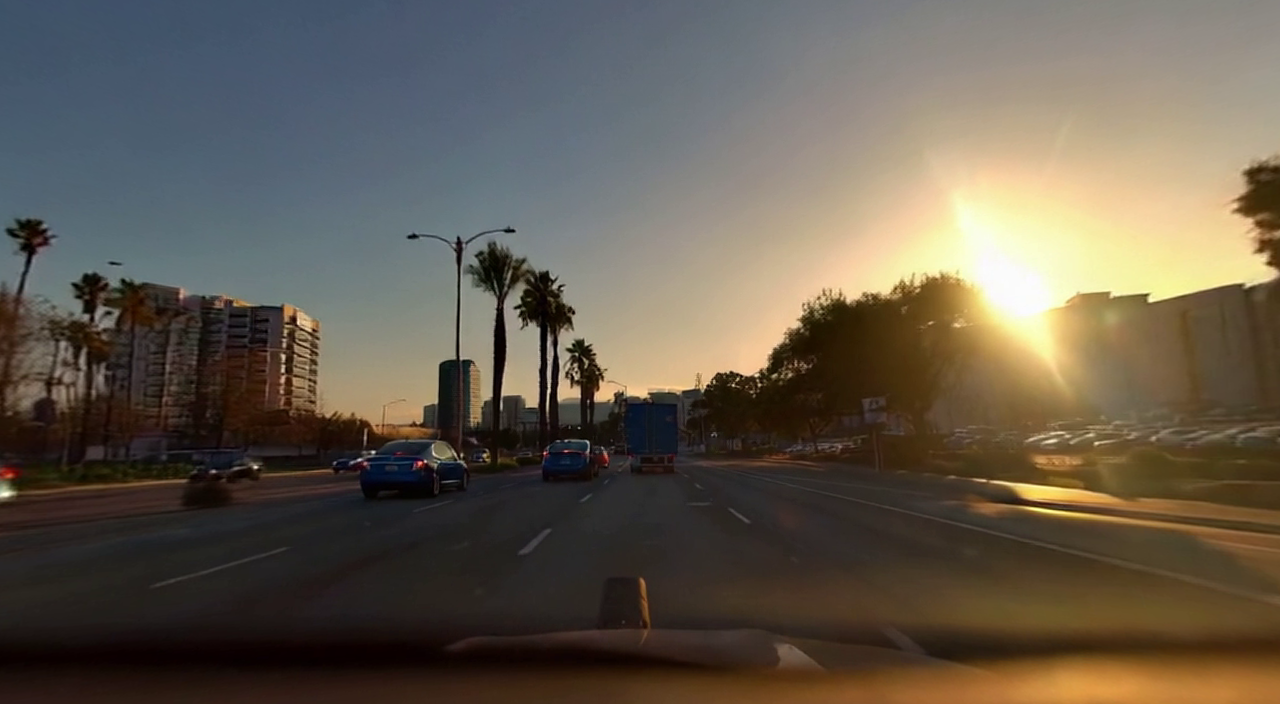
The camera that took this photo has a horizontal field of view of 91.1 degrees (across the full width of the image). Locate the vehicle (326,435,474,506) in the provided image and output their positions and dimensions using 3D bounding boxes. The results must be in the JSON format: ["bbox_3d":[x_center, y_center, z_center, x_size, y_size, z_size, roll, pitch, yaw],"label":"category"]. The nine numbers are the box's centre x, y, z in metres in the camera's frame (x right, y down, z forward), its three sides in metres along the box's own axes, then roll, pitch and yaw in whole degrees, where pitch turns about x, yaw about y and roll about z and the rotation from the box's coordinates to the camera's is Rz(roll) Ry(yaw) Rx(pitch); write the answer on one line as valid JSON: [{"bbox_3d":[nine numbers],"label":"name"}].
[{"bbox_3d":[-6.179,3.097,16.917,2.045,1.630,4.680,0,-8,1],"label":"vehicle"}]

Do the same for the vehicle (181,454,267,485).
[{"bbox_3d":[-24.550,6.923,37.274,1.932,1.660,4.486,0,-8,2],"label":"vehicle"}]

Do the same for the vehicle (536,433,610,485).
[{"bbox_3d":[-2.467,4.119,24.521,2.178,1.826,4.933,0,-8,2],"label":"vehicle"}]

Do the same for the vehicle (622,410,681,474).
[{"bbox_3d":[0.657,5.056,35.243,2.993,3.235,6.692,0,-8,1],"label":"vehicle"}]

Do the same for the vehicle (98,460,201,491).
[{"bbox_3d":[-27.816,6.999,35.853,1.876,1.505,4.876,0,-8,2],"label":"vehicle"}]
